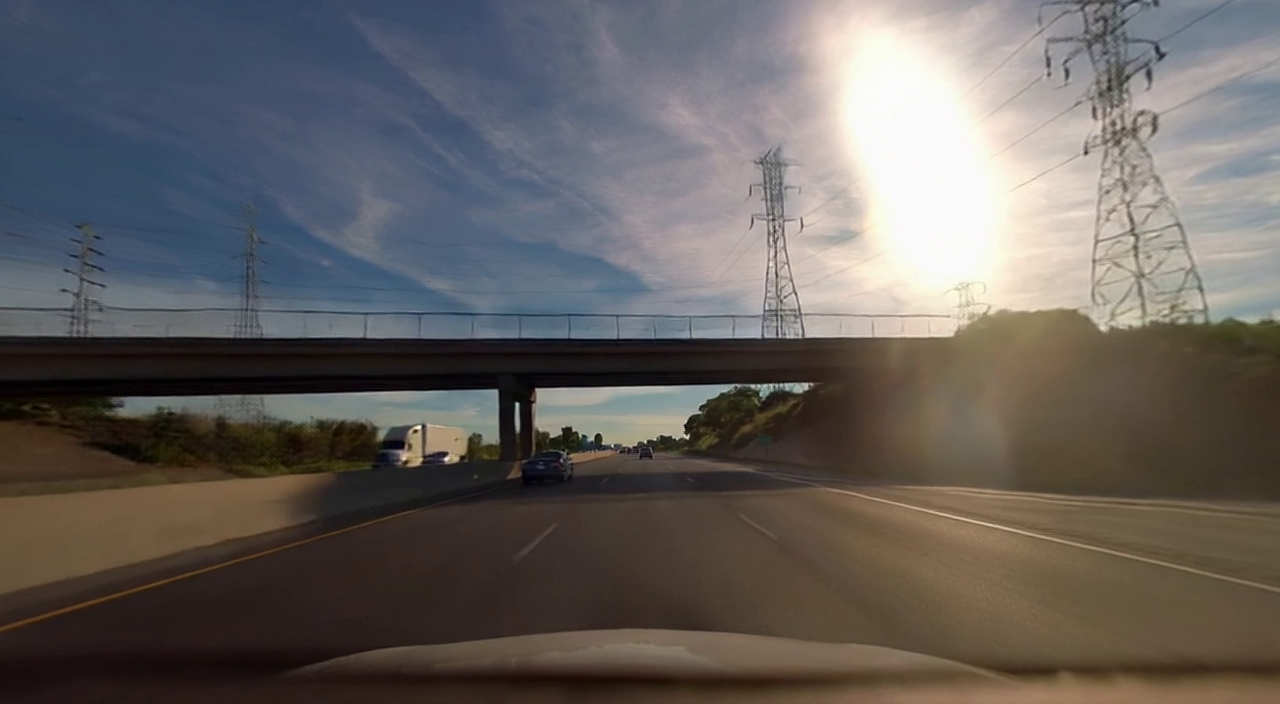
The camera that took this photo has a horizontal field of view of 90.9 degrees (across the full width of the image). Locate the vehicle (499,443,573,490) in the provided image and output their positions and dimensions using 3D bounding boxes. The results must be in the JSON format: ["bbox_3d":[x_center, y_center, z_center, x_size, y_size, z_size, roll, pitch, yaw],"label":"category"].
[{"bbox_3d":[-3.658,4.105,22.869,1.924,1.550,4.165,0,-9,1],"label":"vehicle"}]
